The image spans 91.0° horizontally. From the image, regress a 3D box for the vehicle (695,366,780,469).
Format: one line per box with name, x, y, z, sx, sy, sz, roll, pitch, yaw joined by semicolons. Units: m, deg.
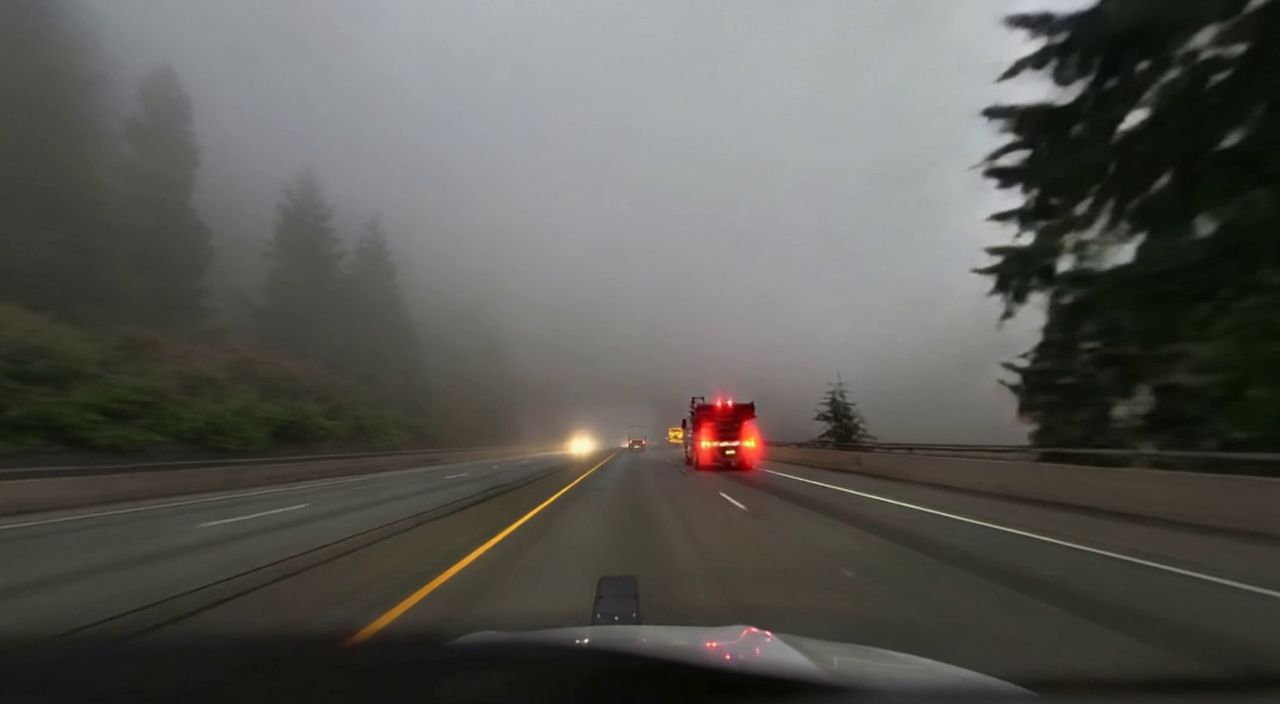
vehicle;4.300;3.103;29.031;2.875;4.206;4.999;-2;-8;-1
